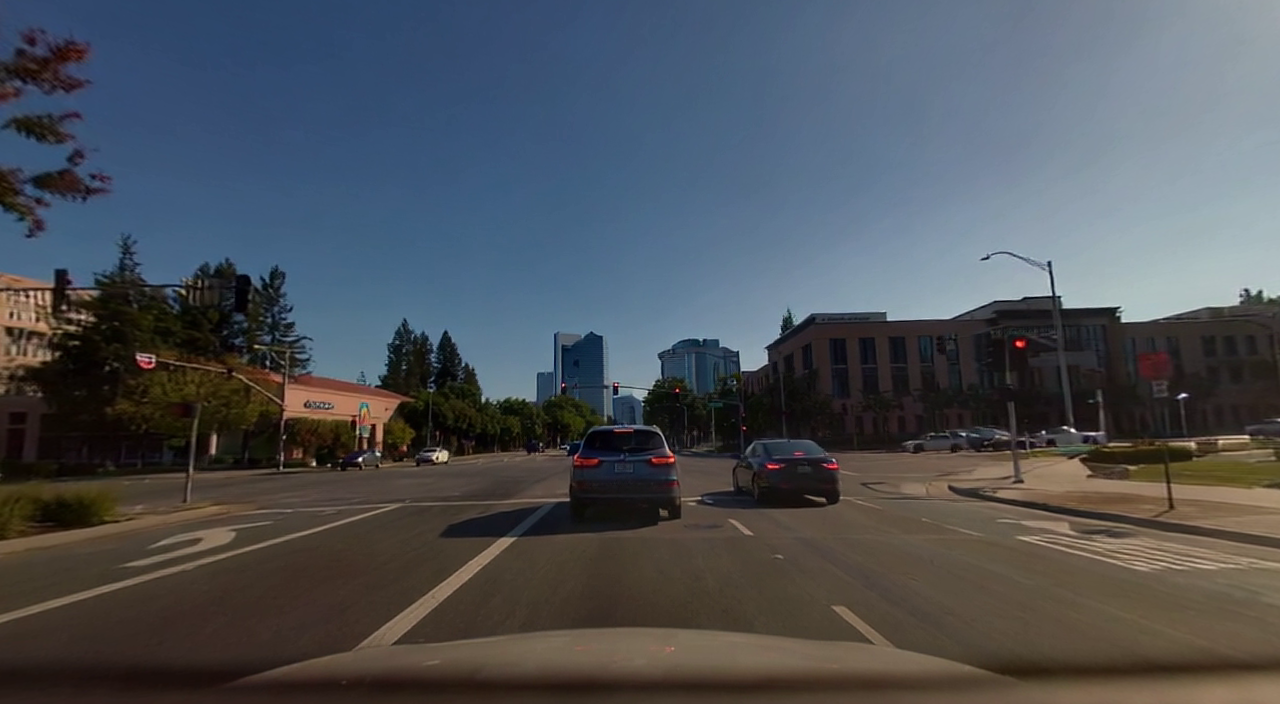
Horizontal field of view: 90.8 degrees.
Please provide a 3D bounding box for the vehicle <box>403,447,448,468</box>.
[{"bbox_3d":[-16.245,8.019,48.126,1.920,1.461,4.415,0,-9,0],"label":"vehicle"}]

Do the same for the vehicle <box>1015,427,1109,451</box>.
[{"bbox_3d":[27.621,5.732,41.424,4.766,1.462,1.872,0,-9,0],"label":"vehicle"}]

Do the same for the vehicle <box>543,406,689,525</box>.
[{"bbox_3d":[-0.387,2.130,12.250,2.313,1.860,4.319,0,-9,0],"label":"vehicle"}]

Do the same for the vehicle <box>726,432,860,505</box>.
[{"bbox_3d":[3.449,2.724,15.203,2.080,1.472,4.401,0,-9,0],"label":"vehicle"}]

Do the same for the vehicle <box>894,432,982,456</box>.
[{"bbox_3d":[19.516,6.021,41.459,4.851,1.517,1.720,0,-9,-3],"label":"vehicle"}]
